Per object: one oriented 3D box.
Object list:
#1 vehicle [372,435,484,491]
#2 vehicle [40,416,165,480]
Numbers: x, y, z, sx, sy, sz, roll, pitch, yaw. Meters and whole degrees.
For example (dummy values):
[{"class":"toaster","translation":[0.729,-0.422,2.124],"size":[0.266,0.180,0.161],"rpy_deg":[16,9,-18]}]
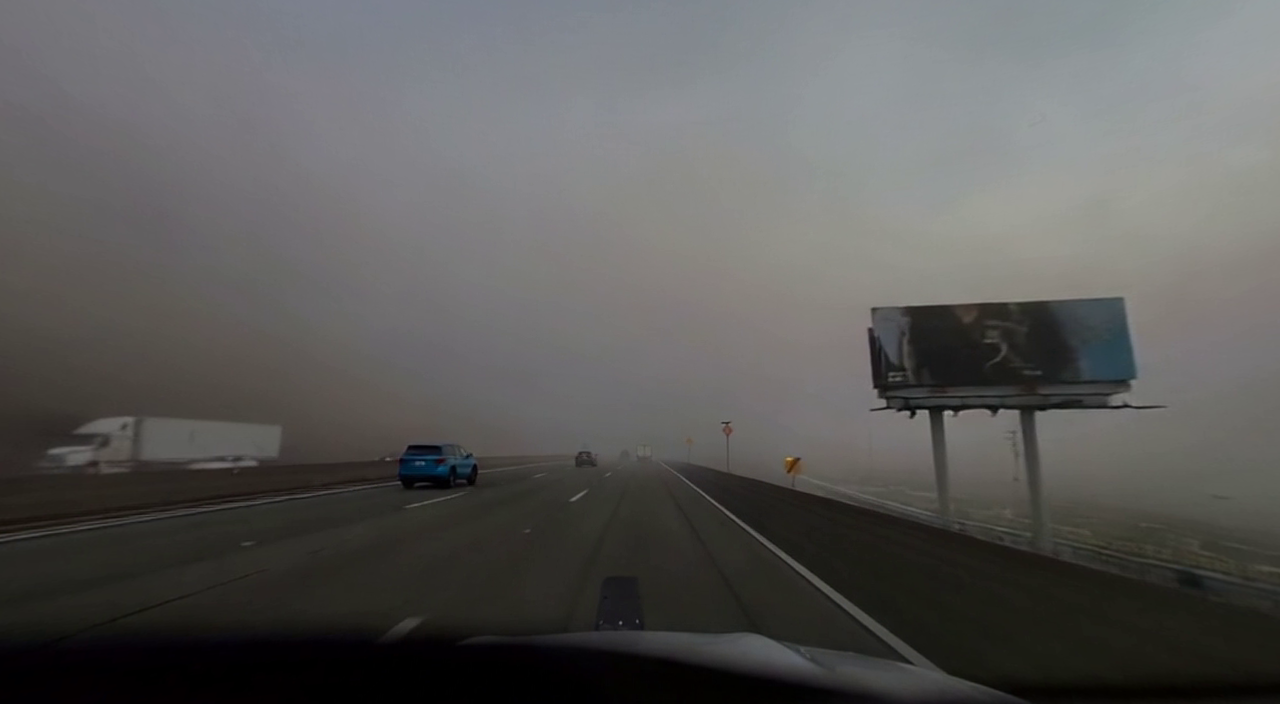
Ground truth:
[{"class":"vehicle","translation":[-7.036,3.731,21.527],"size":[2.055,1.683,4.804],"rpy_deg":[0,-9,1]},{"class":"vehicle","translation":[-36.266,6.531,42.835],"size":[2.964,4.002,5.934],"rpy_deg":[0,-9,0]}]
